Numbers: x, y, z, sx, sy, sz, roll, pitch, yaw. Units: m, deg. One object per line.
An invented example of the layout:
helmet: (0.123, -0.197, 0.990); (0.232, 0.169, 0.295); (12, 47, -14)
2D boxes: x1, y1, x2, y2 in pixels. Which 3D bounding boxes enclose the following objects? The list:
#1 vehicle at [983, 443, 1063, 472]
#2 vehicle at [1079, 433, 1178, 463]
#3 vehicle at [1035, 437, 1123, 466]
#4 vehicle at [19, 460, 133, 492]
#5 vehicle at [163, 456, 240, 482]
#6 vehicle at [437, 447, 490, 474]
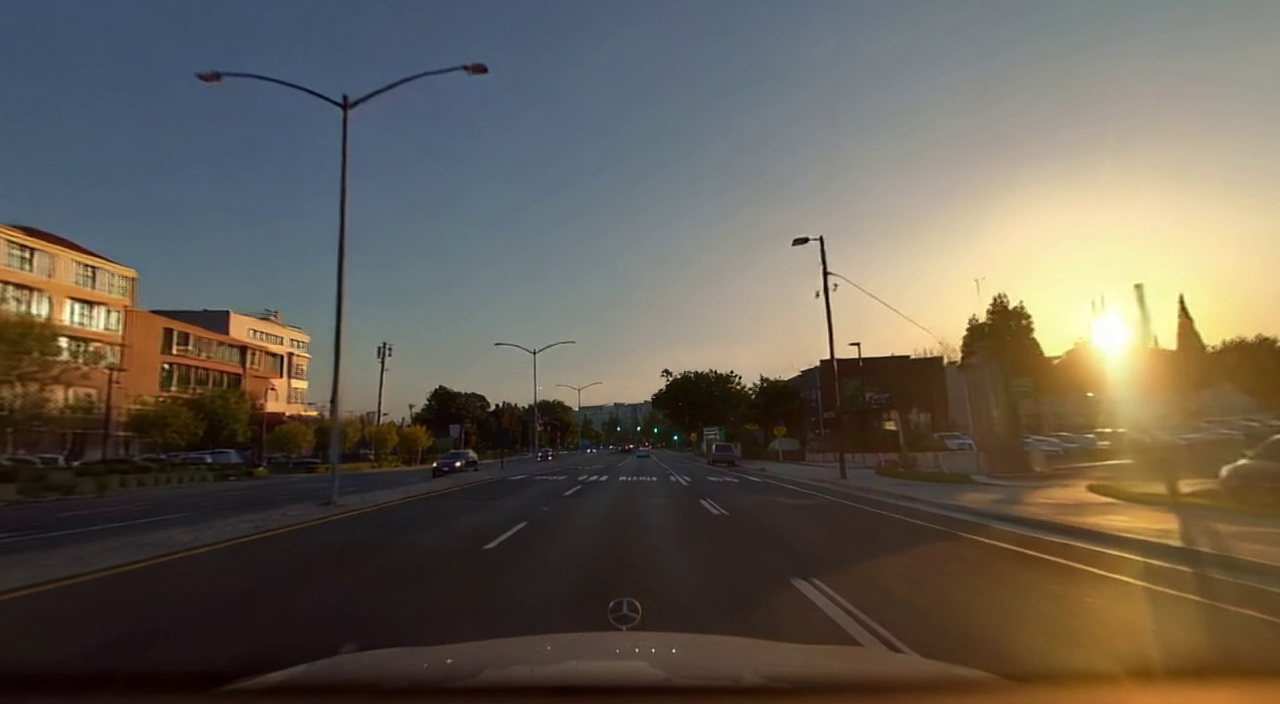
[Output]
vehicle: (22.943, 6.301, 37.818); (2.025, 1.586, 4.486); (-1, -8, 0)
vehicle: (28.392, 5.629, 36.717); (1.898, 1.609, 4.864); (0, -9, 0)
vehicle: (25.833, 5.874, 37.141); (1.908, 1.617, 4.452); (0, -9, -2)
vehicle: (-30.707, 6.753, 34.399); (4.400, 1.524, 1.849); (6, -11, -37)
vehicle: (-31.052, 8.277, 44.570); (4.351, 1.547, 1.998); (3, -11, -34)
vehicle: (-12.168, 7.499, 43.662); (2.082, 1.712, 5.122); (0, -9, 1)
